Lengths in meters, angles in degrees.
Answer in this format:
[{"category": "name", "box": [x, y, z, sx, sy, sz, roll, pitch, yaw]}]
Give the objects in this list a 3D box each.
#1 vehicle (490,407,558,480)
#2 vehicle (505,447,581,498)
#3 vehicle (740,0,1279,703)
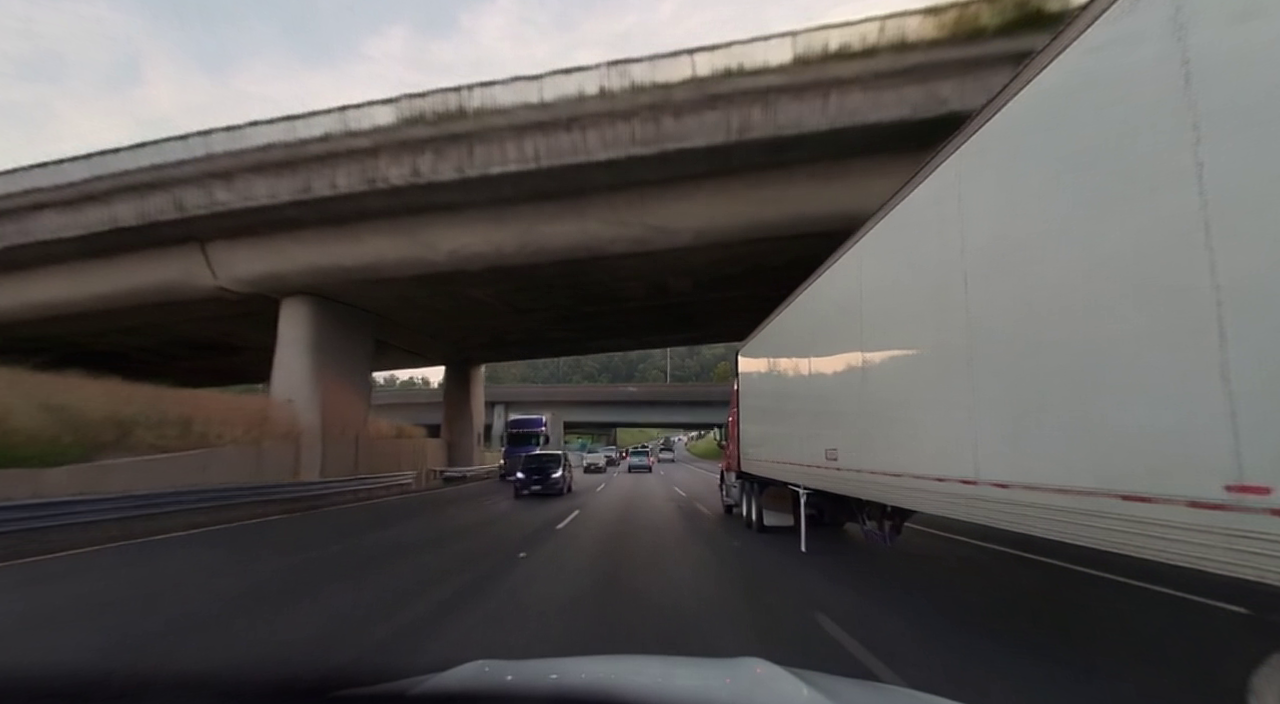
[{"category": "vehicle", "box": [-6.829, 5.519, 37.994, 2.910, 3.989, 5.837, 0, -9, 0]}, {"category": "vehicle", "box": [-3.186, 4.047, 21.490, 1.949, 1.555, 3.888, 0, -9, 1]}, {"category": "vehicle", "box": [3.323, 0.094, 4.743, 2.845, 4.071, 14.008, 0, -9, 0]}]
